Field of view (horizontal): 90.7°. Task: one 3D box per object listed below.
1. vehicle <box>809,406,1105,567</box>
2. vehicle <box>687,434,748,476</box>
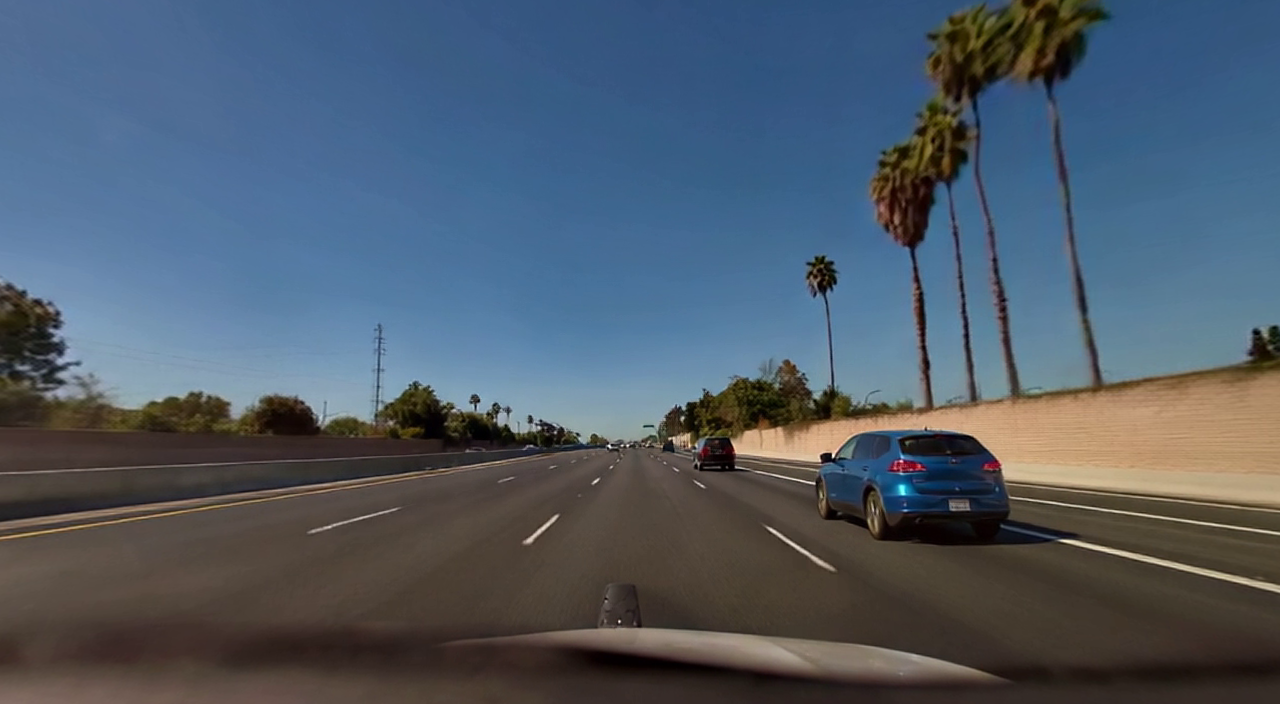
[{"bbox_3d":[3.935,1.735,8.877,1.910,1.696,4.187,0,-8,-1],"label":"vehicle"},{"bbox_3d":[3.294,4.517,27.858,2.045,1.688,4.313,0,-8,-1],"label":"vehicle"}]
